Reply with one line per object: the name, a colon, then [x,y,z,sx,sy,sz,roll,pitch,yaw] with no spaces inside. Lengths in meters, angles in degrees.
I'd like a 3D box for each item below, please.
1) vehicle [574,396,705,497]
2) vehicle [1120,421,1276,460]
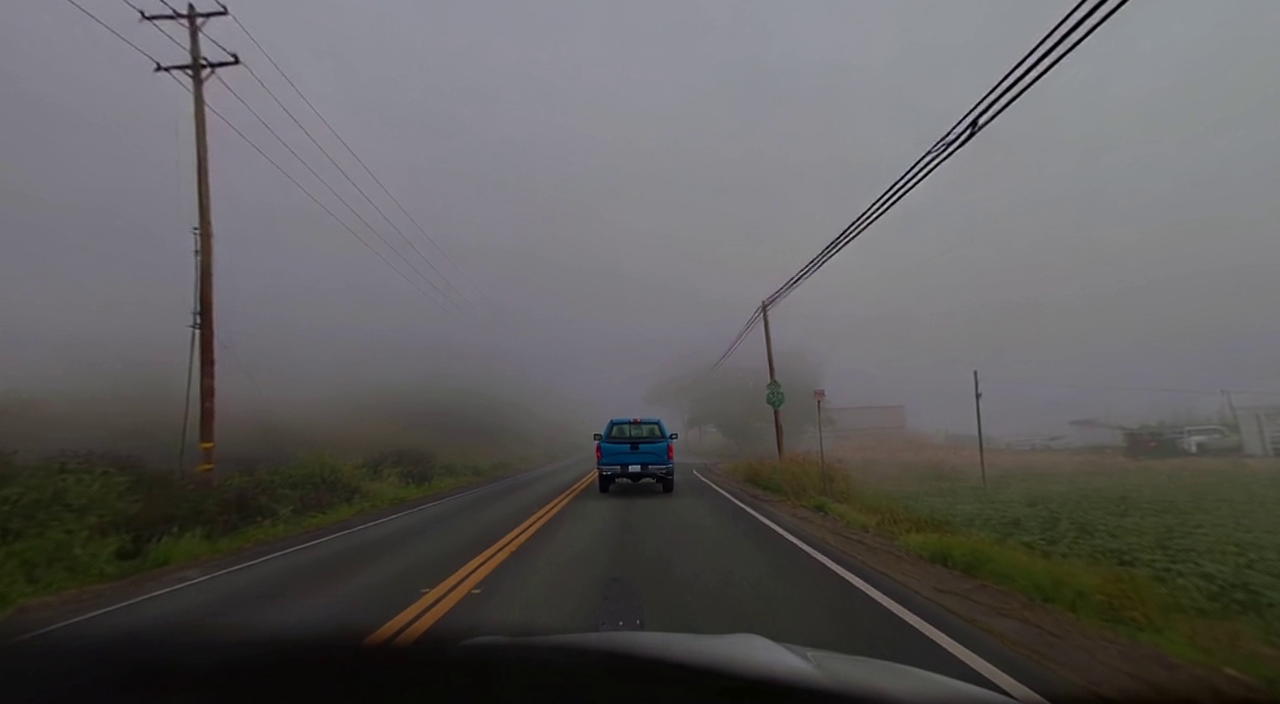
vehicle: [-0.047,2.729,18.428,3.021,2.326,7.410,0,-8,-1]
vehicle: [31.452,5.077,35.987,2.323,2.002,6.310,2,-9,-13]
